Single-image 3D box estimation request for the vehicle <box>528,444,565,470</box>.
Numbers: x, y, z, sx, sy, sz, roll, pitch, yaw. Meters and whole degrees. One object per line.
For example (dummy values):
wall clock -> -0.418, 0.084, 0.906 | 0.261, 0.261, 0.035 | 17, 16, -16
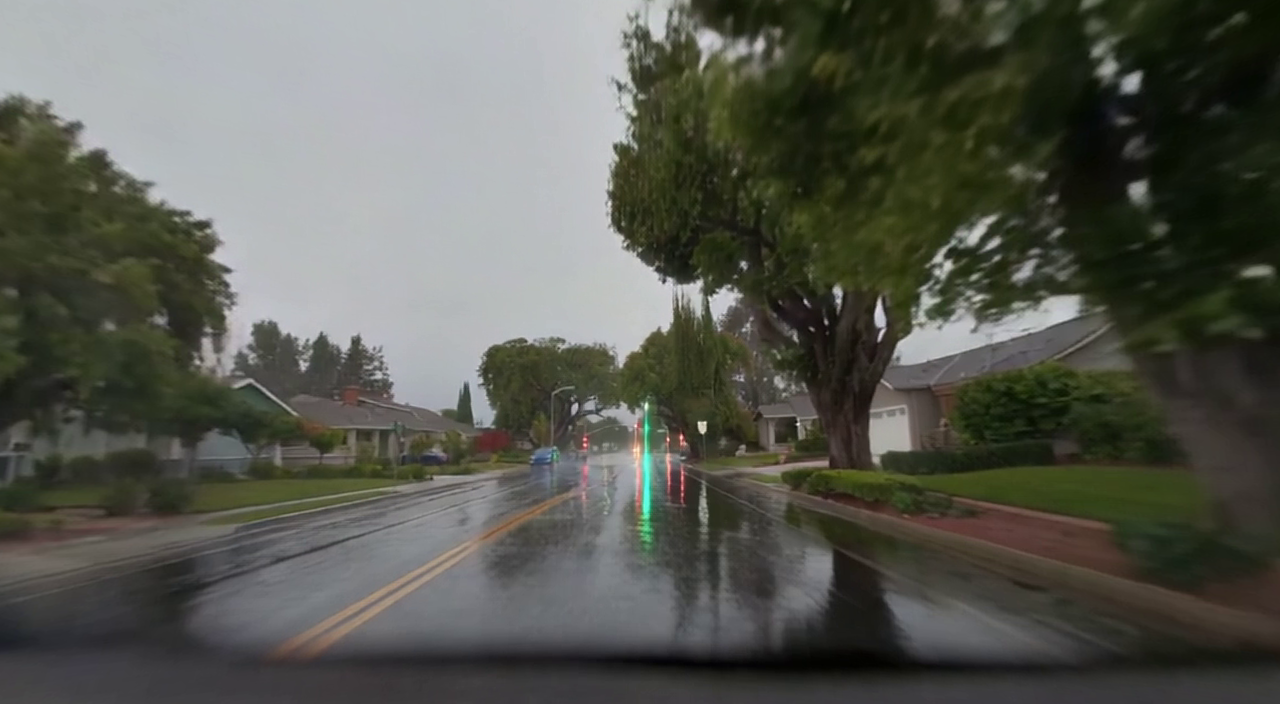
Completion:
vehicle -> -7.184, 8.098, 48.930 | 2.209, 1.807, 4.432 | -1, -9, -1
